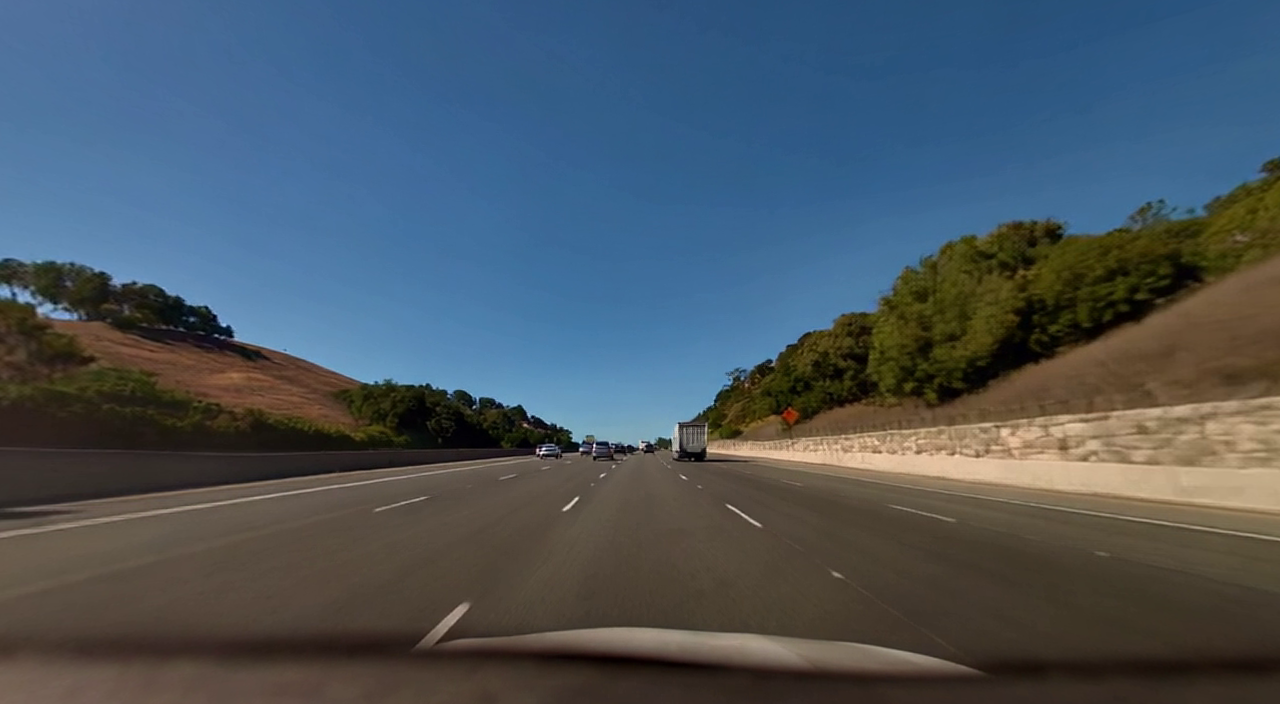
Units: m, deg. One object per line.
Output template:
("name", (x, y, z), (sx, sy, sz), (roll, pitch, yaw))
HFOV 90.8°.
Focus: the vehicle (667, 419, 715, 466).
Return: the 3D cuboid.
("vehicle", (3.621, 6.729, 46.807), (2.795, 3.187, 7.205), (0, -8, -1))
